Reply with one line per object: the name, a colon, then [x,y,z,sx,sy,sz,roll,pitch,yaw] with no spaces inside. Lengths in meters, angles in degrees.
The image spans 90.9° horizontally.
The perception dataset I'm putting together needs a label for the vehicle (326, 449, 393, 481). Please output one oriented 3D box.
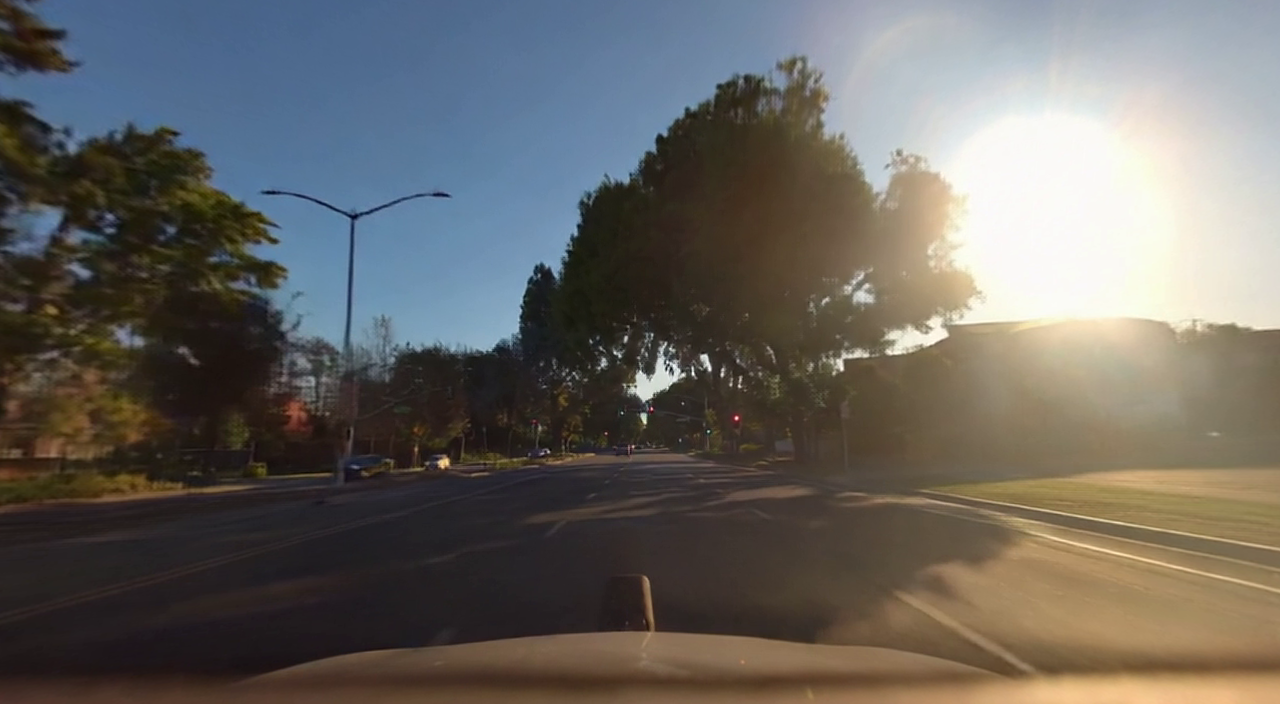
vehicle: [-16.487,6.638,37.278,1.935,1.686,4.202,-1,-9,1]
